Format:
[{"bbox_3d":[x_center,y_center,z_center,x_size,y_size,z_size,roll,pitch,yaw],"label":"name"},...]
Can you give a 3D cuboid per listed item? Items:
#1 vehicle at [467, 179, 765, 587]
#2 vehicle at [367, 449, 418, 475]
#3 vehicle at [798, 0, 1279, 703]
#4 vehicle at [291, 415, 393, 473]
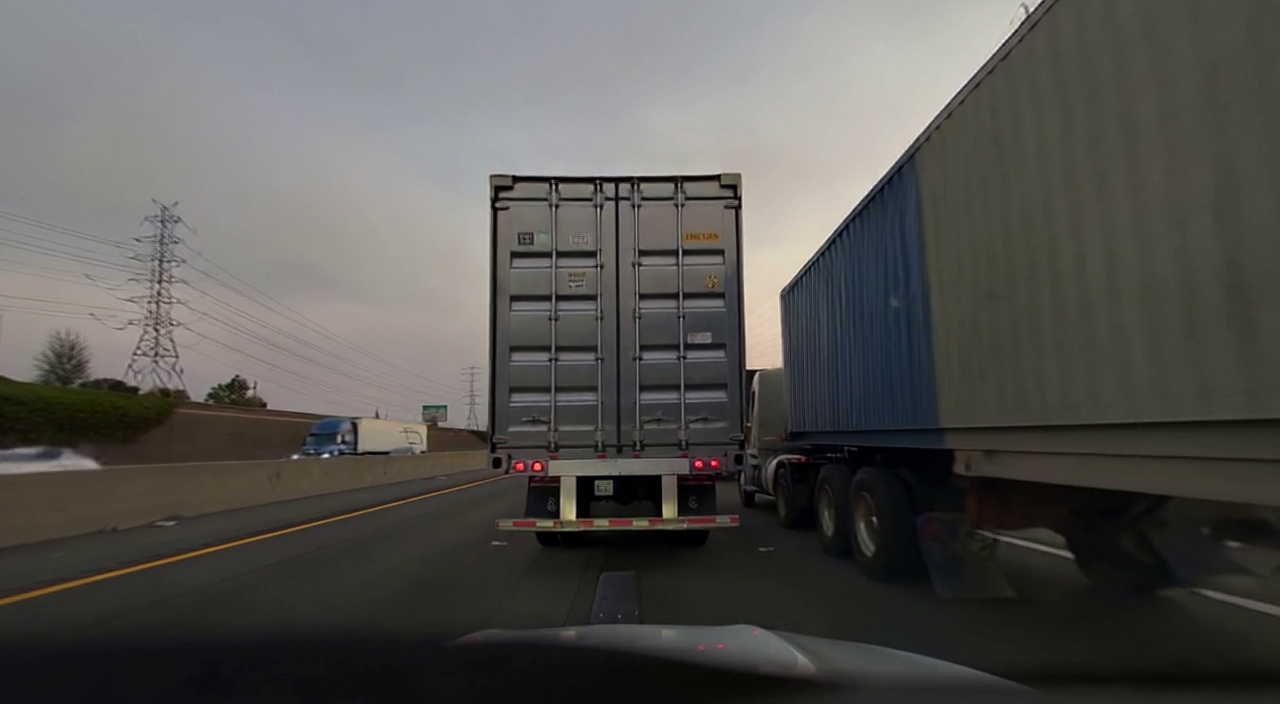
[{"bbox_3d":[-0.199,1.101,12.291,2.841,4.071,12.046,-1,-8,0],"label":"vehicle"},{"bbox_3d":[-14.102,6.264,36.260,1.543,1.373,3.317,-1,-8,1],"label":"vehicle"},{"bbox_3d":[3.667,-0.343,2.058,2.797,4.023,13.066,0,-8,-1],"label":"vehicle"},{"bbox_3d":[-20.441,6.425,44.155,3.024,3.645,8.371,0,-8,-1],"label":"vehicle"}]
